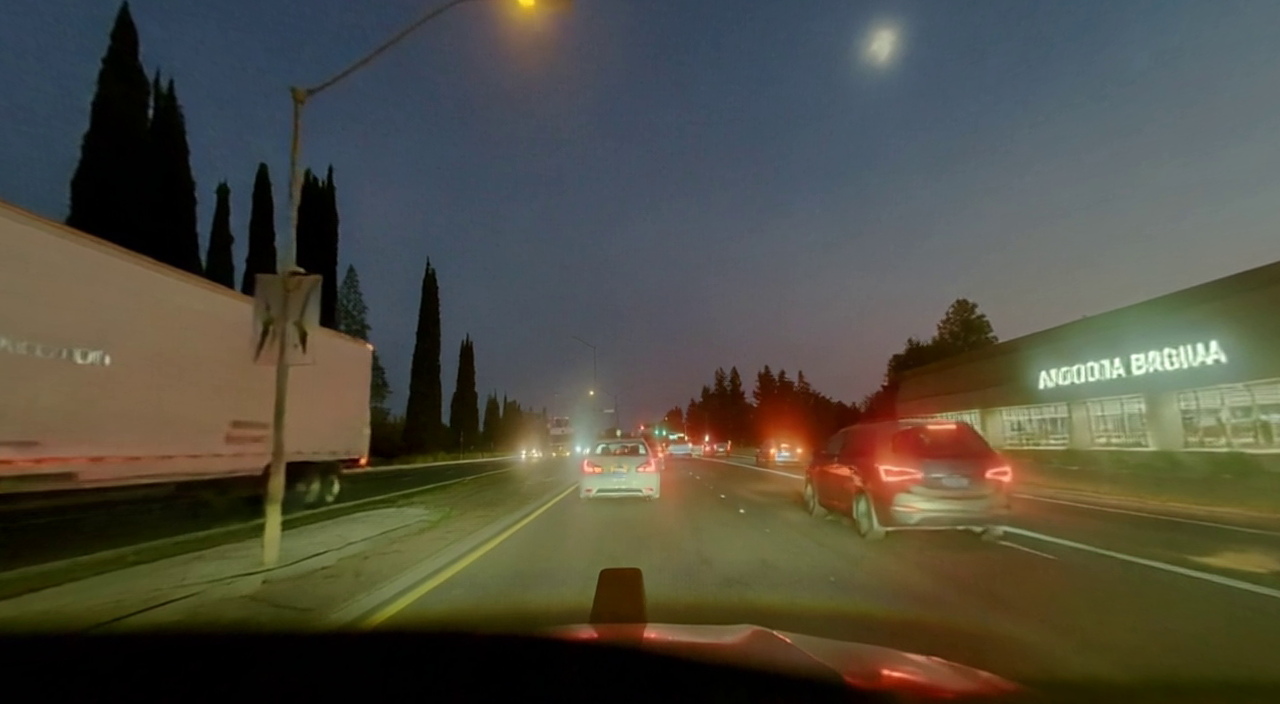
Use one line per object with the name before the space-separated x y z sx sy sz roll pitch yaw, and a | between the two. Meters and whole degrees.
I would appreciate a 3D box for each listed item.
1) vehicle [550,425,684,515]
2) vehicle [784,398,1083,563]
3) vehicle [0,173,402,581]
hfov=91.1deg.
vehicle | -0.403 2.360 12.998 2.315 1.563 4.080 0 -9 0
vehicle | 3.689 1.718 9.089 2.090 1.763 4.560 0 -9 0
vehicle | -8.369 0.672 9.338 3.250 4.249 16.263 0 -9 0
